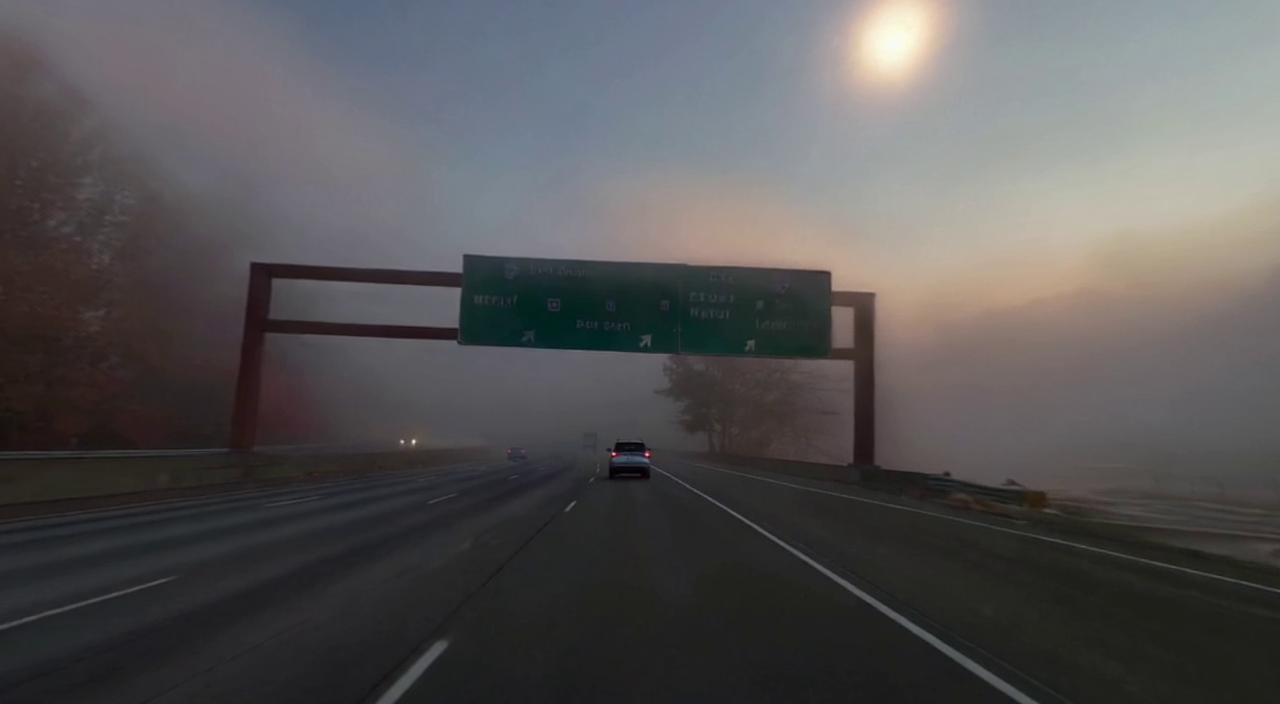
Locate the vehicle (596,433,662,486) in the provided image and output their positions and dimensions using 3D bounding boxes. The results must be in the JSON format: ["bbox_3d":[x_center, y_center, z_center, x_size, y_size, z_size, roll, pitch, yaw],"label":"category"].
[{"bbox_3d":[-0.444,3.796,22.560,2.120,1.706,4.226,1,-8,-3],"label":"vehicle"}]
